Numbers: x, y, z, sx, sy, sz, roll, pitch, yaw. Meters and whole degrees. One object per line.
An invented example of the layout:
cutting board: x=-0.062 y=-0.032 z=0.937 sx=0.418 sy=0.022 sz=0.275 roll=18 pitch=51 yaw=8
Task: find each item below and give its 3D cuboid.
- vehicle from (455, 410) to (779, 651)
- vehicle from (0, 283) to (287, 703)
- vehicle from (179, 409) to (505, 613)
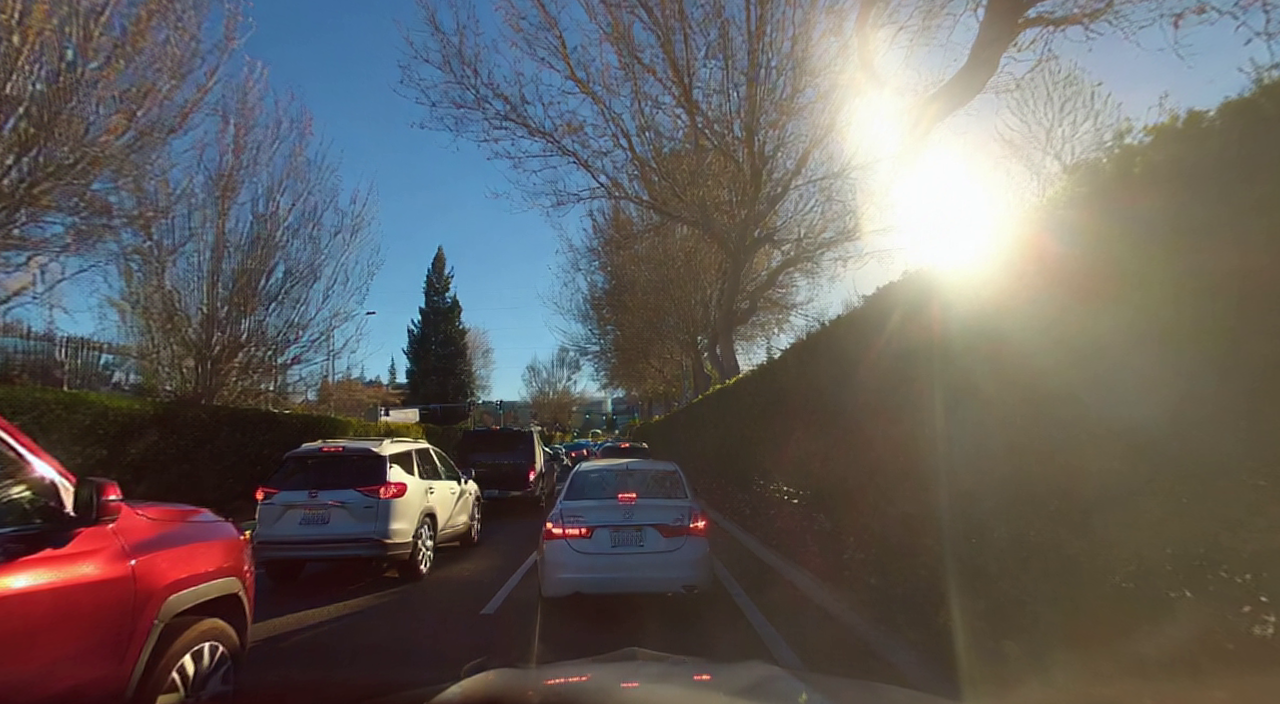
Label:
vehicle: x=-0.178 y=1.504 z=6.268 sx=2.154 sy=1.581 sz=4.007 roll=0 pitch=-9 yaw=-1
vehicle: x=-3.285 y=0.679 z=1.263 sx=2.205 sy=1.913 sz=5.327 roll=-6 pitch=-8 yaw=-2
vehicle: x=-3.408 y=1.861 z=8.329 sx=2.256 sy=1.728 sz=4.421 roll=-6 pitch=-8 yaw=-2
